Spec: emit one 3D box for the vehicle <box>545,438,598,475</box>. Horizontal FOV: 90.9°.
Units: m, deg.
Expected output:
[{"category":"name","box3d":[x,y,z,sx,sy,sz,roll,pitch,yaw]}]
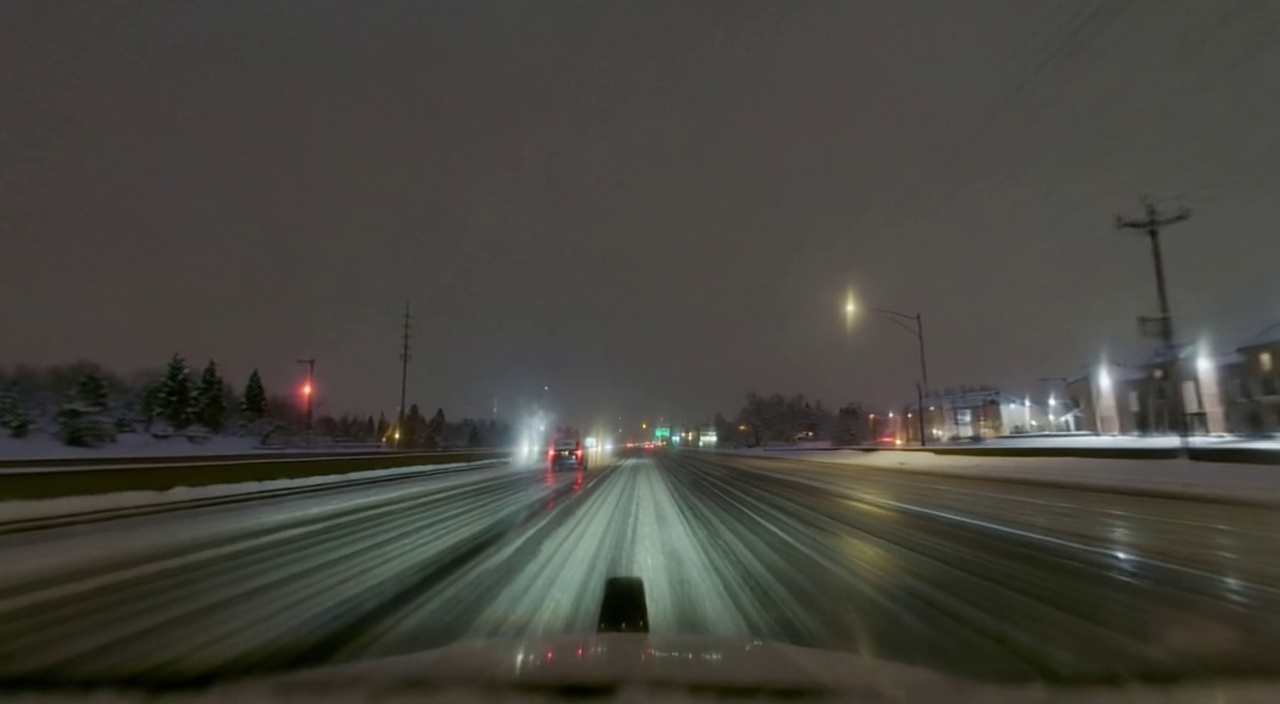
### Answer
[{"category":"vehicle","box3d":[-3.377,5.209,31.799,2.072,1.706,4.359,0,-8,2]}]
